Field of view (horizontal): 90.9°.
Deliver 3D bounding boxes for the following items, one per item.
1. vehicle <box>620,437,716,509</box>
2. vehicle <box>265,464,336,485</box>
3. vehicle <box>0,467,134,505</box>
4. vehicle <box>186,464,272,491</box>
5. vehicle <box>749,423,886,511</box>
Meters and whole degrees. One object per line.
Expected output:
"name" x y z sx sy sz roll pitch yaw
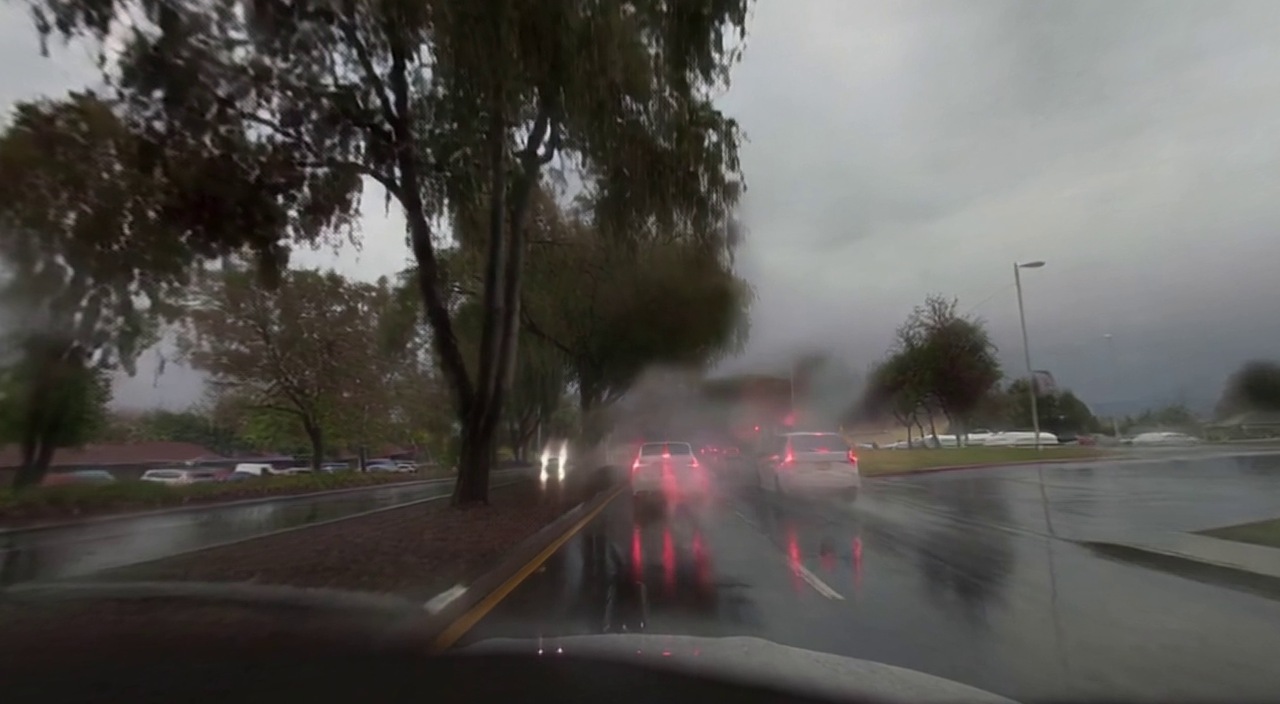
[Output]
"vehicle" 0.701 3.033 16.332 2.154 1.585 3.997 -1 -8 2
"vehicle" -26.018 9.410 48.398 4.366 1.486 2.072 -1 -8 6
"vehicle" -27.604 6.424 30.307 4.951 1.618 1.952 -1 -8 2
"vehicle" -26.693 8.153 40.980 4.434 1.582 1.946 -2 -8 9
"vehicle" 4.193 2.811 15.980 1.953 1.818 5.299 0 -8 0
